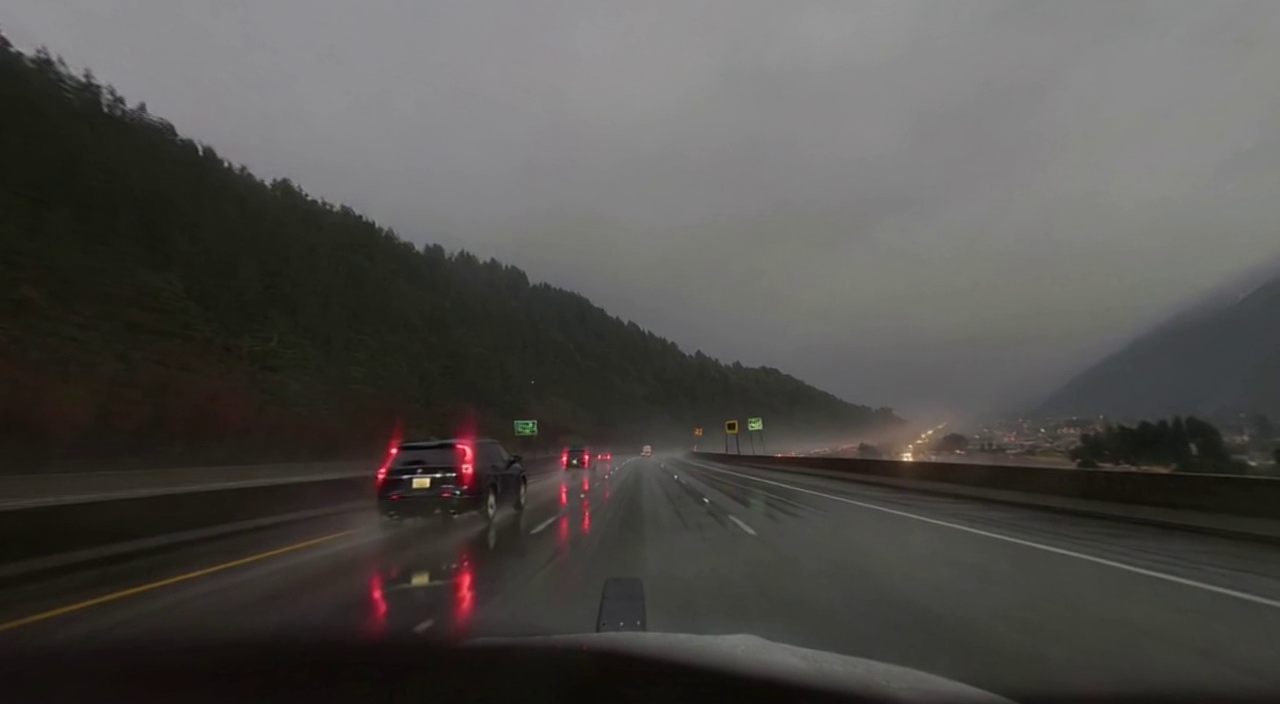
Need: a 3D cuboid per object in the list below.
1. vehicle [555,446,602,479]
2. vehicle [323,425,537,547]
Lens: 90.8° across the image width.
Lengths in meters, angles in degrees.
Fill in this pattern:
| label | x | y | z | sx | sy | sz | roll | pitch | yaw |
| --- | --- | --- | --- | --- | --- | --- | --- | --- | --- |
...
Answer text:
| label | x | y | z | sx | sy | sz | roll | pitch | yaw |
| --- | --- | --- | --- | --- | --- | --- | --- | --- | --- |
| vehicle | -3.026 | 5.548 | 31.877 | 1.944 | 1.548 | 4.051 | 0 | -9 | 0 |
| vehicle | -3.348 | 2.257 | 11.272 | 2.147 | 1.708 | 4.630 | 0 | -9 | 1 |
